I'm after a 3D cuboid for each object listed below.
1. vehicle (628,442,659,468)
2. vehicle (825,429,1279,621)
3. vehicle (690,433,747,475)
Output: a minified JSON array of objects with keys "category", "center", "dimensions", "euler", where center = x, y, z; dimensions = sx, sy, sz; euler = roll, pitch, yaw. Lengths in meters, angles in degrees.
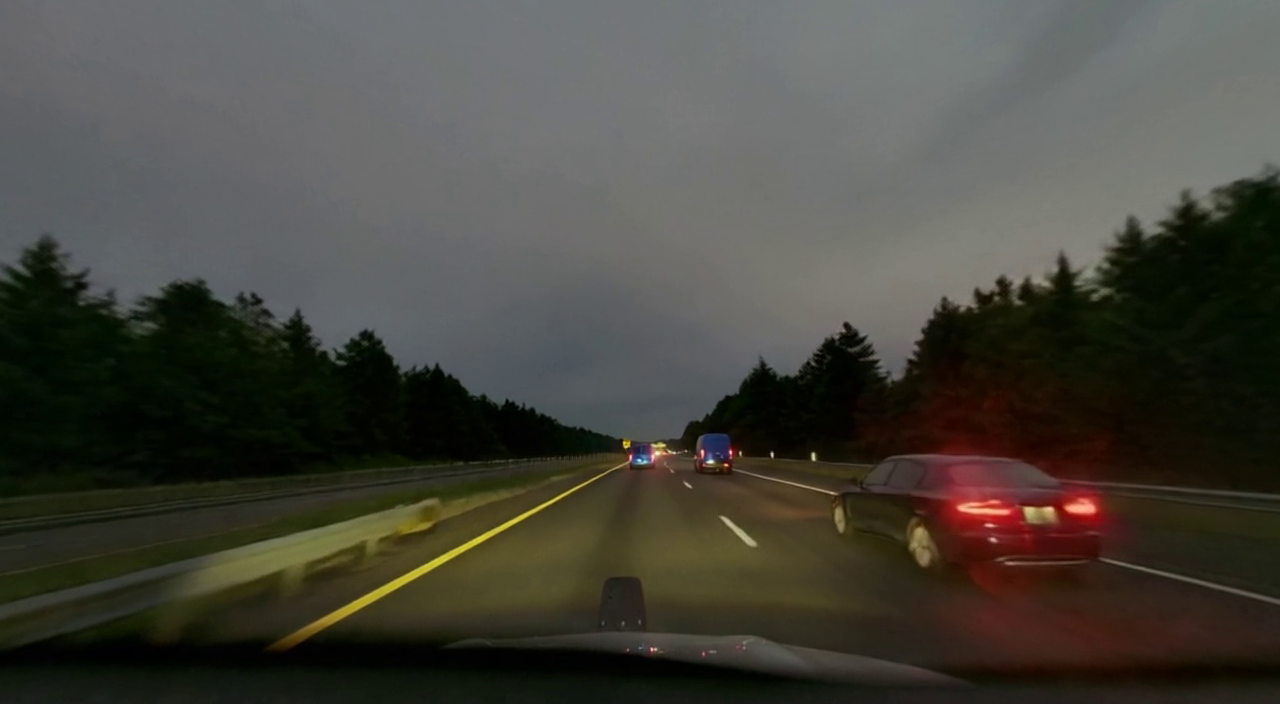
[{"category":"vehicle","center":[0.259,7.182,44.091],"dimensions":[2.087,1.707,4.316],"euler":[0,-9,1]},{"category":"vehicle","center":[3.897,1.687,7.276],"dimensions":[2.043,1.431,4.922],"euler":[0,-9,0]},{"category":"vehicle","center":[4.120,5.490,34.071],"dimensions":[2.371,2.045,4.768],"euler":[0,-9,-1]}]
